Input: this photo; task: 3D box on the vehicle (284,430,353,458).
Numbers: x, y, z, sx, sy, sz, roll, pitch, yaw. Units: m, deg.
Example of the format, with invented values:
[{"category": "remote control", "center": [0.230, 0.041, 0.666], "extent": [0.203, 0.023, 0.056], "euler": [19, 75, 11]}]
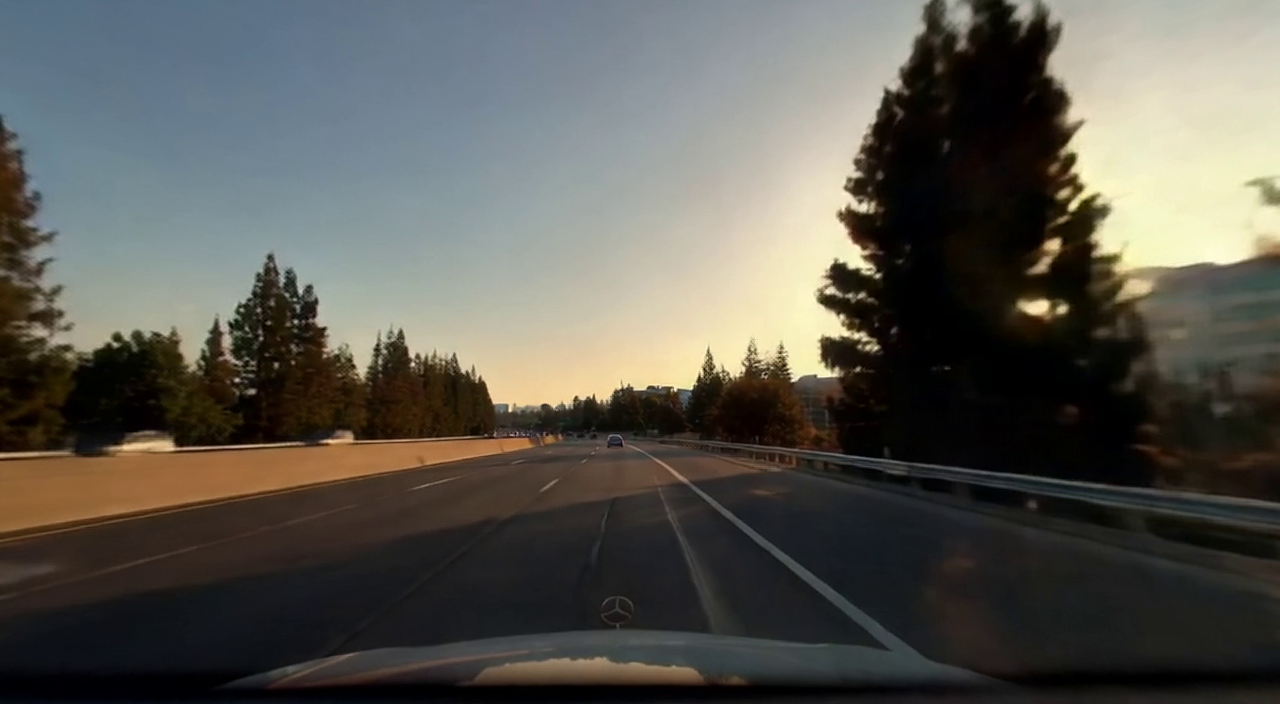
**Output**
[{"category": "vehicle", "center": [-19.499, 5.552, 38.410], "extent": [1.858, 1.586, 4.625], "euler": [0, -8, -2]}]

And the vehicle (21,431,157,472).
[{"category": "vehicle", "center": [-22.330, 4.003, 25.788], "extent": [1.926, 1.524, 4.083], "euler": [0, -8, -2]}]
